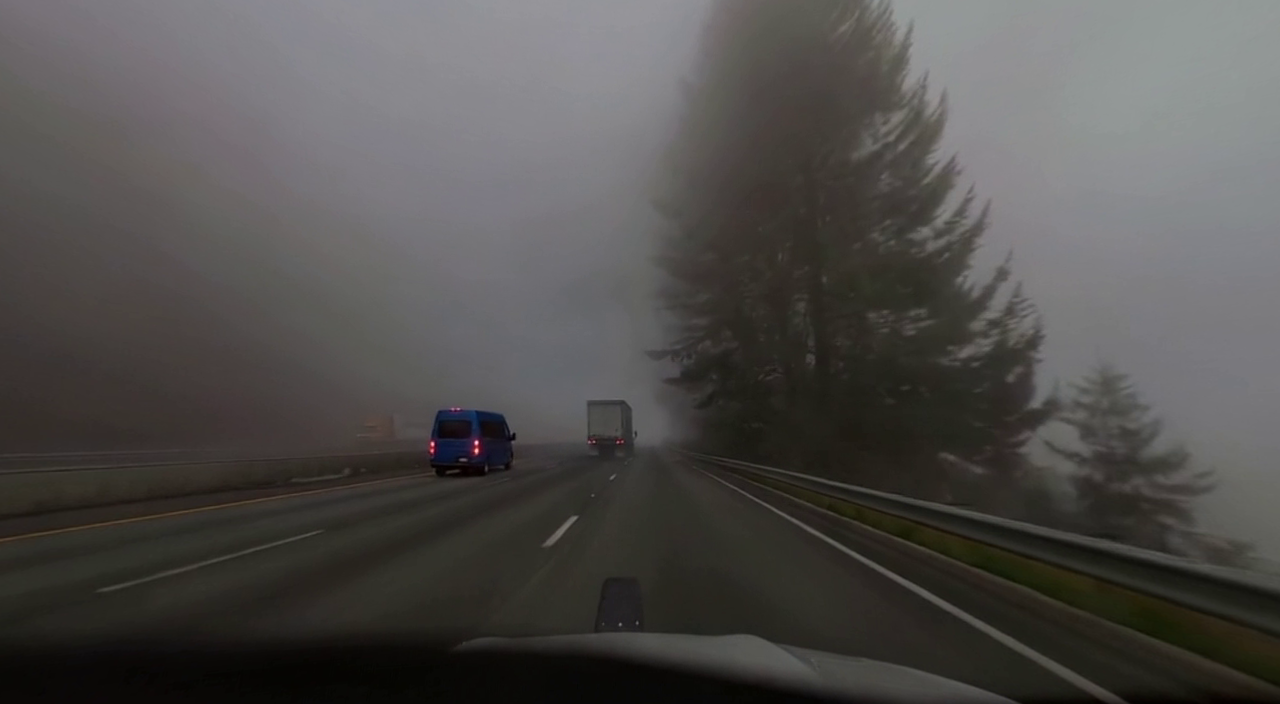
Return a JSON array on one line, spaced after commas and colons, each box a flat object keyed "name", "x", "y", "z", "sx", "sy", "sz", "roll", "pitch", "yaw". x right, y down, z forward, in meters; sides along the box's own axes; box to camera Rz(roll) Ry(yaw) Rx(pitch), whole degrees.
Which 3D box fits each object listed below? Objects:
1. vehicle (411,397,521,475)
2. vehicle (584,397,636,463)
[{"name": "vehicle", "x": -6.836, "y": 3.445, "z": 25.861, "sx": 2.396, "sy": 2.763, "sz": 6.935, "roll": 0, "pitch": -8, "yaw": 1}, {"name": "vehicle", "x": -1.968, "y": 5.552, "z": 44.665, "sx": 3.173, "sy": 4.185, "sz": 8.360, "roll": 0, "pitch": -8, "yaw": 0}]
